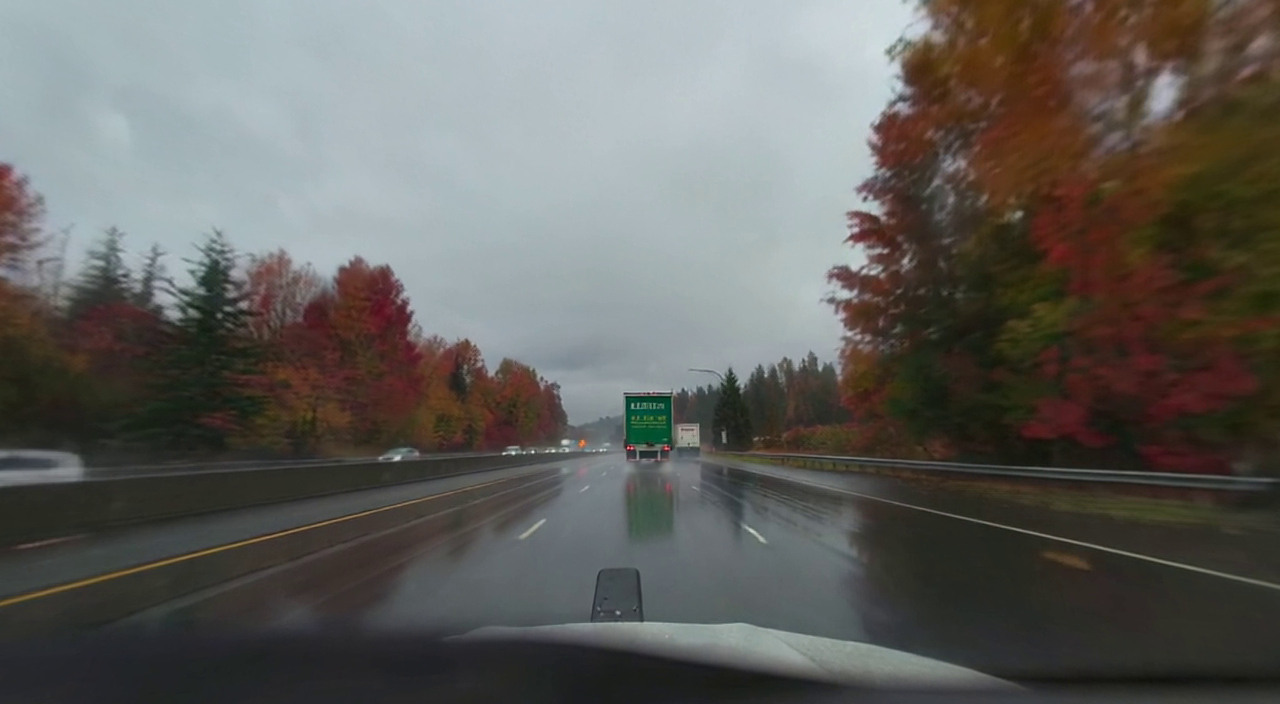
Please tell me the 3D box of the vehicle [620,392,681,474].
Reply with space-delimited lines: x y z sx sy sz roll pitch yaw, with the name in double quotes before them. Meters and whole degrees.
"vehicle" 0.520 4.848 36.695 3.057 4.073 10.792 0 -9 0
